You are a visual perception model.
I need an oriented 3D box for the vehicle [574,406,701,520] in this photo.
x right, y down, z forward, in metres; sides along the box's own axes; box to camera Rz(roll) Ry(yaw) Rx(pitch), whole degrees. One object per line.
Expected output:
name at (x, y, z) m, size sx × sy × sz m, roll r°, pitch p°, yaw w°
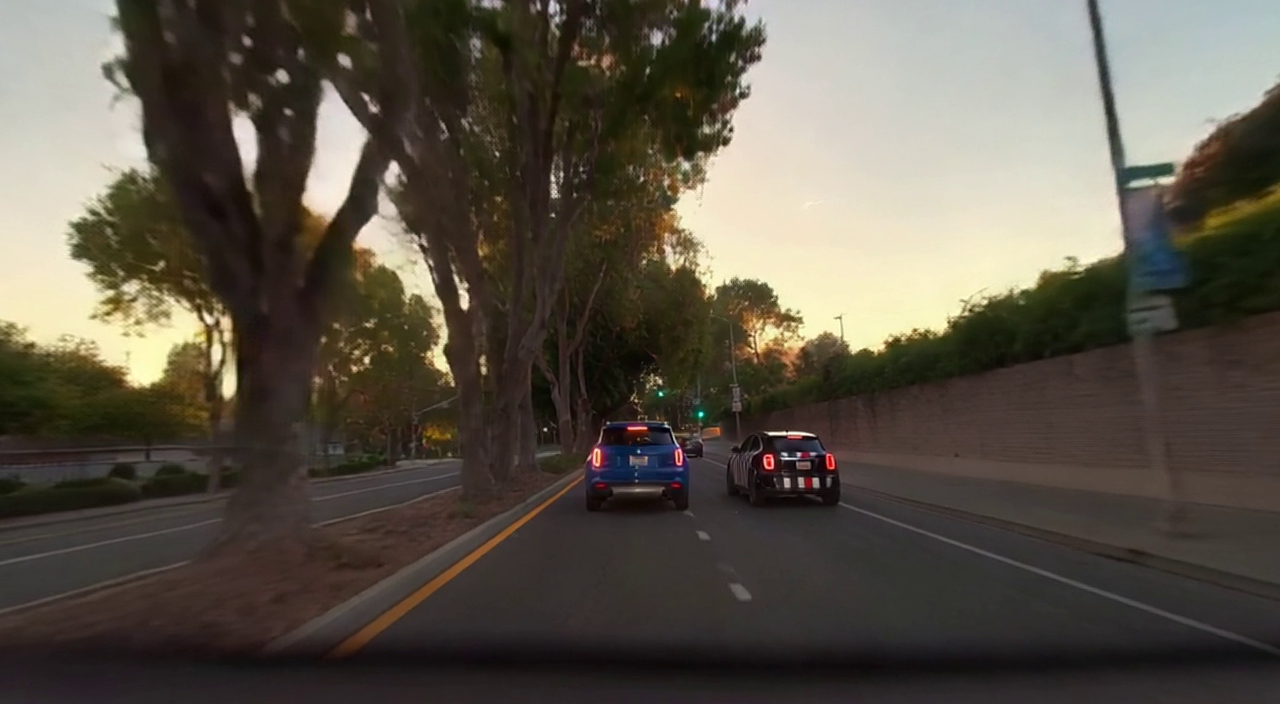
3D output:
vehicle at (-0.086, 1.990, 11.554) m, size 1.984 × 1.777 × 3.148 m, roll 1°, pitch -8°, yaw -2°

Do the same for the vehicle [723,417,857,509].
vehicle at (3.114, 2.405, 14.034) m, size 1.840 × 1.709 × 4.202 m, roll 1°, pitch -8°, yaw -2°
